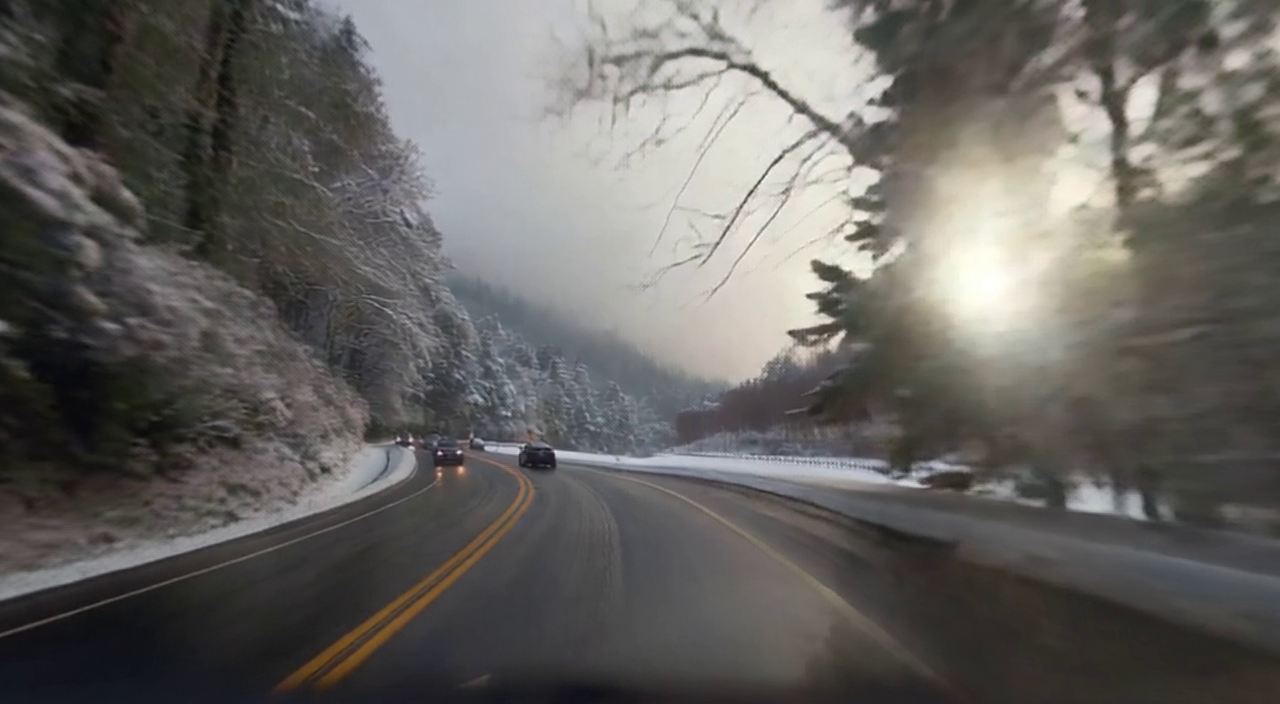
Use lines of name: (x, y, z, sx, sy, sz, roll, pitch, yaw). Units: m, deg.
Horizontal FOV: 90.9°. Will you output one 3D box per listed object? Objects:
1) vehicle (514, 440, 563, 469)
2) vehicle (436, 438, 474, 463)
vehicle: (-5.783, 5.756, 35.480, 2.120, 1.491, 4.349, 3, -9, -16)
vehicle: (-12.705, 6.703, 43.126, 2.167, 1.602, 4.548, 3, -9, -20)
